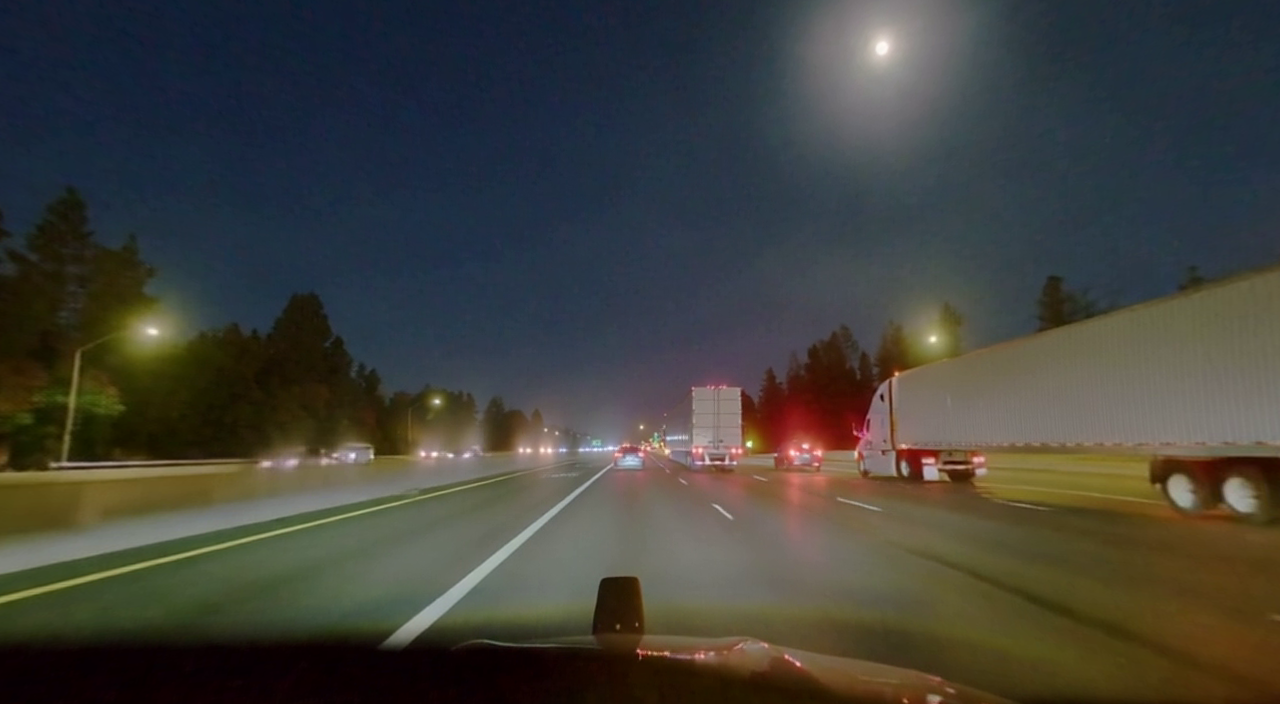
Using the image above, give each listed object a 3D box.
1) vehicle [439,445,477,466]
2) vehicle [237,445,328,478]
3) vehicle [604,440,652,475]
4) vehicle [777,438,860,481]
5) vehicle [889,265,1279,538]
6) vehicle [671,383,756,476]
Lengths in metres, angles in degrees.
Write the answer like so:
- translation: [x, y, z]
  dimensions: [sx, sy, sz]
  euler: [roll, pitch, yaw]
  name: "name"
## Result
- translation: [-12.936, 7.352, 44.989]
  dimensions: [1.595, 1.414, 3.486]
  euler: [0, -9, 1]
  name: "vehicle"
- translation: [-16.969, 5.202, 30.257]
  dimensions: [1.806, 1.426, 4.349]
  euler: [0, -9, 0]
  name: "vehicle"
- translation: [-0.565, 5.086, 30.628]
  dimensions: [2.163, 1.551, 4.180]
  euler: [0, -9, -1]
  name: "vehicle"
- translation: [7.394, 4.515, 26.704]
  dimensions: [2.154, 1.658, 4.347]
  euler: [0, -9, -1]
  name: "vehicle"
- translation: [11.308, 1.712, 15.995]
  dimensions: [2.898, 4.171, 17.188]
  euler: [0, -9, 0]
  name: "vehicle"
- translation: [3.505, 4.211, 33.425]
  dimensions: [2.999, 4.127, 10.526]
  euler: [0, -9, -1]
  name: "vehicle"
